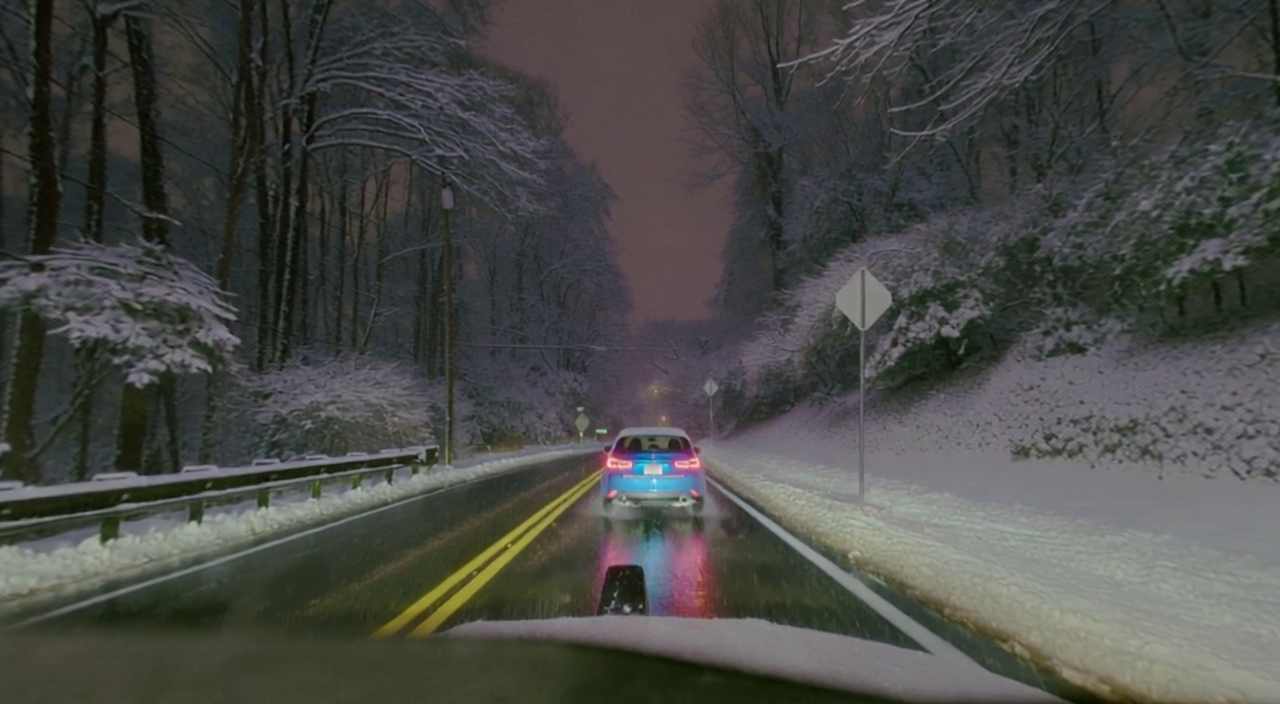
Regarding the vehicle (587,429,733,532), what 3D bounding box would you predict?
[{"bbox_3d":[0.317,2.215,11.397,2.187,1.533,3.726,0,-8,0],"label":"vehicle"}]
